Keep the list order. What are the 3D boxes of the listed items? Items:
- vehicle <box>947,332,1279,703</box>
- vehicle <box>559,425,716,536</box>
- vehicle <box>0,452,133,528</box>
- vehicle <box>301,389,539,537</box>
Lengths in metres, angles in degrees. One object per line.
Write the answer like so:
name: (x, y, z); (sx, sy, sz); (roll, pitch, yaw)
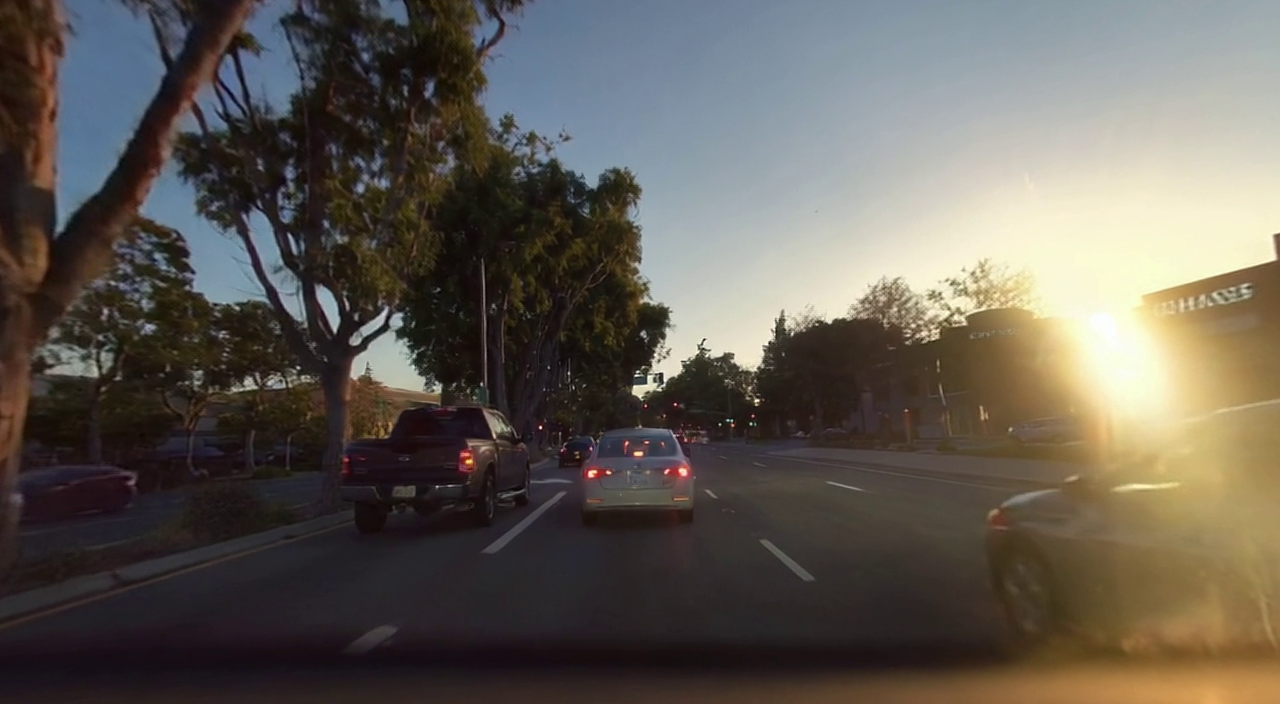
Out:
vehicle: (3.339, 0.745, 2.156); (2.092, 1.658, 4.814); (0, -8, -1)
vehicle: (-0.089, 2.041, 10.624); (2.126, 1.475, 3.967); (0, -8, -2)
vehicle: (-14.096, 3.096, 14.516); (1.737, 1.498, 3.854); (0, -8, -2)
vehicle: (-3.418, 1.899, 11.373); (2.301, 1.985, 5.531); (0, -8, 0)
